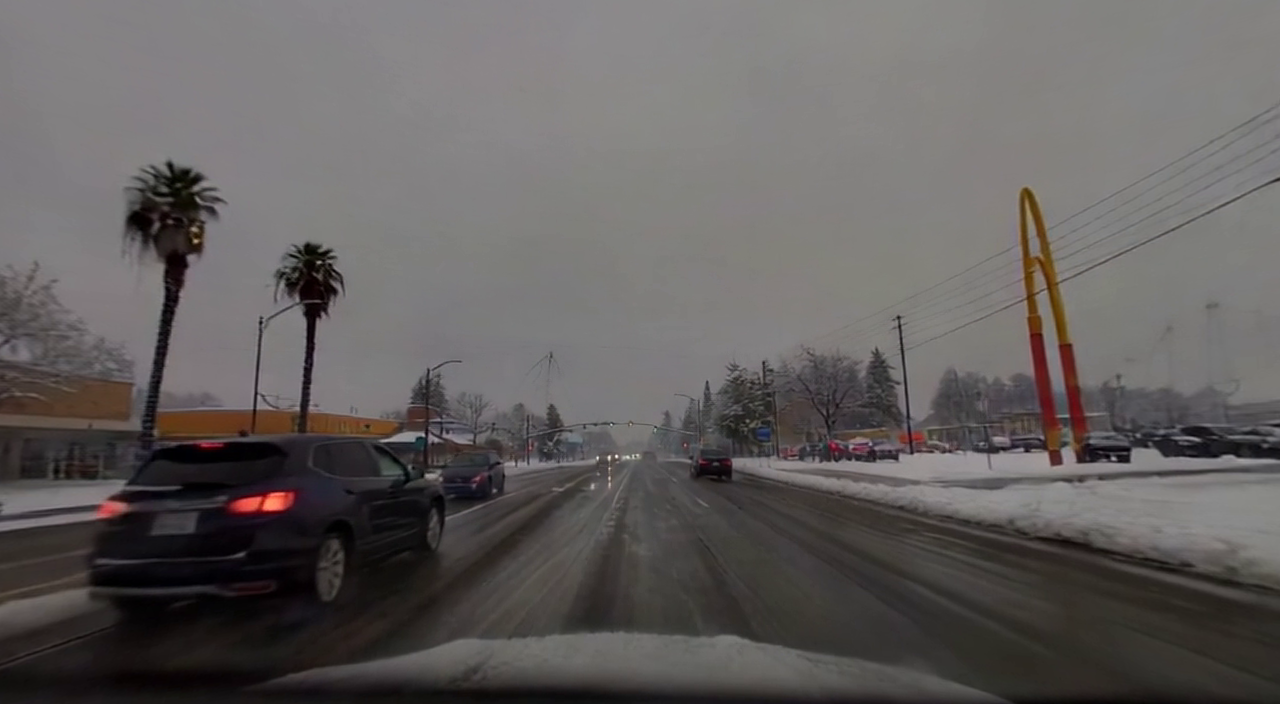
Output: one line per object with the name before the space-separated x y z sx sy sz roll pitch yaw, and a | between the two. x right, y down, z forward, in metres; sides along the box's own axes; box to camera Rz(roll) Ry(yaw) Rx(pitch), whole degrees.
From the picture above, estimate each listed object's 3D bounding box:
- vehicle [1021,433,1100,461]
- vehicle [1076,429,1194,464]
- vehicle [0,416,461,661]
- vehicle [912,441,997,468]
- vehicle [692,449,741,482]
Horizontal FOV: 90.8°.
vehicle | 29.321 6.638 44.198 4.361 1.818 2.009 -5 -10 29
vehicle | 29.667 5.693 38.128 5.325 1.840 1.882 -3 -12 30
vehicle | -3.276 1.509 6.207 2.021 1.550 4.090 0 -9 -3
vehicle | 18.168 5.877 36.460 4.750 1.478 1.998 5 -10 -29
vehicle | 3.732 5.575 31.350 1.889 1.448 4.262 0 -9 0
